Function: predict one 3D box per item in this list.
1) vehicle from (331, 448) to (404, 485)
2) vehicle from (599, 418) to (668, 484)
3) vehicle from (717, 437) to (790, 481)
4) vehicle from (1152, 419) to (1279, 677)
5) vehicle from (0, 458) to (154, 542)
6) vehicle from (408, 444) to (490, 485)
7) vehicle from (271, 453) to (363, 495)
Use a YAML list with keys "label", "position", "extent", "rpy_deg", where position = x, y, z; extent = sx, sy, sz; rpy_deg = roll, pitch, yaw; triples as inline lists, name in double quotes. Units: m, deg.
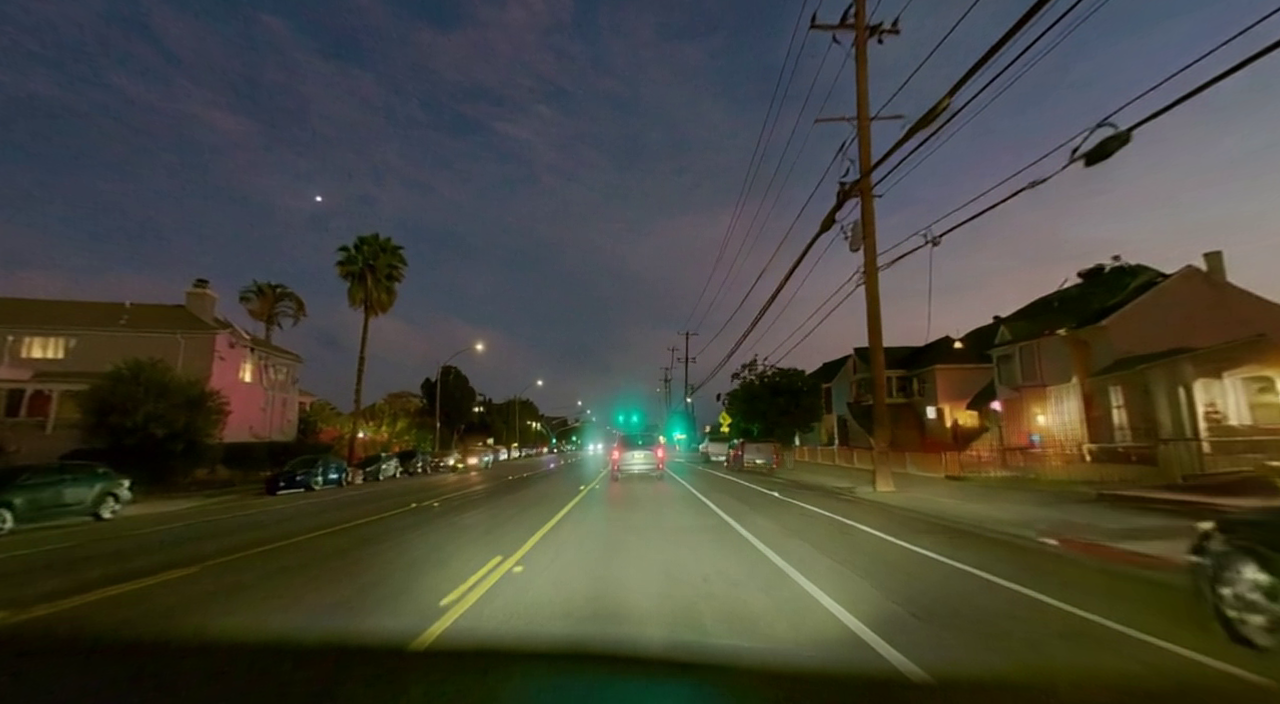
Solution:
- label: "vehicle"
  position: [-13.653, 5.724, 31.898]
  extent: [1.979, 1.509, 4.763]
  rpy_deg: [-3, -7, -5]
- label: "vehicle"
  position: [-0.346, 3.451, 22.147]
  extent: [2.168, 2.040, 4.527]
  rpy_deg: [0, -8, -4]
- label: "vehicle"
  position: [4.260, 4.075, 24.351]
  extent: [1.946, 1.530, 4.240]
  rpy_deg: [0, -8, -1]
- label: "vehicle"
  position: [4.684, 0.926, 2.295]
  extent: [2.022, 1.456, 4.246]
  rpy_deg: [0, -8, -1]
- label: "vehicle"
  position: [-12.839, 3.057, 13.108]
  extent: [2.004, 1.441, 4.572]
  rpy_deg: [-3, -8, -3]
- label: "vehicle"
  position: [-7.254, 4.295, 24.449]
  extent: [1.844, 1.453, 4.414]
  rpy_deg: [0, -8, -1]
- label: "vehicle"
  position: [-13.143, 4.956, 25.938]
  extent: [1.841, 1.356, 3.938]
  rpy_deg: [-4, -8, -2]
